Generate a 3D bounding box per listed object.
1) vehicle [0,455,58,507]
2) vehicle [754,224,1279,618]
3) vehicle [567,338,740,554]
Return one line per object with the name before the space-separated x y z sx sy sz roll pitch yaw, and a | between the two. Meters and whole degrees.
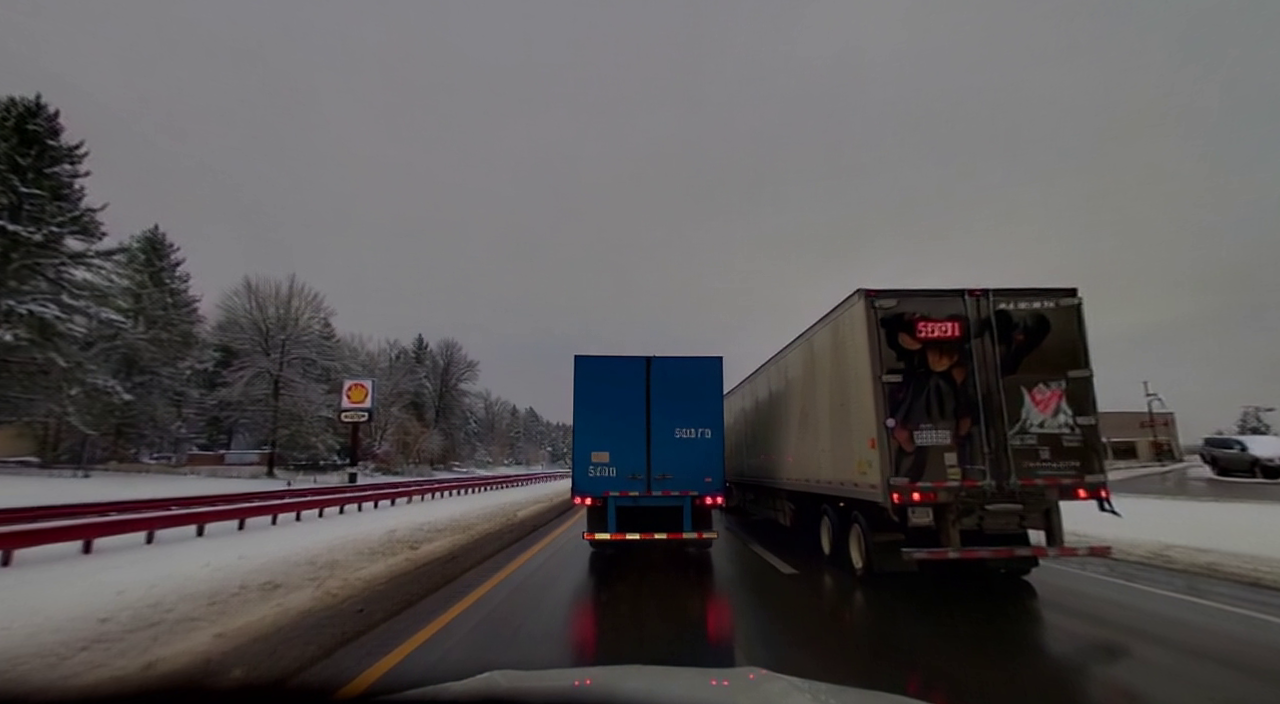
vehicle | -48.142 9.891 49.180 13.553 3.527 2.924 -10 -15 44
vehicle | 4.360 1.404 10.538 2.936 3.640 9.443 1 -10 -1
vehicle | 0.217 2.206 14.105 2.618 3.306 8.676 1 -10 0
